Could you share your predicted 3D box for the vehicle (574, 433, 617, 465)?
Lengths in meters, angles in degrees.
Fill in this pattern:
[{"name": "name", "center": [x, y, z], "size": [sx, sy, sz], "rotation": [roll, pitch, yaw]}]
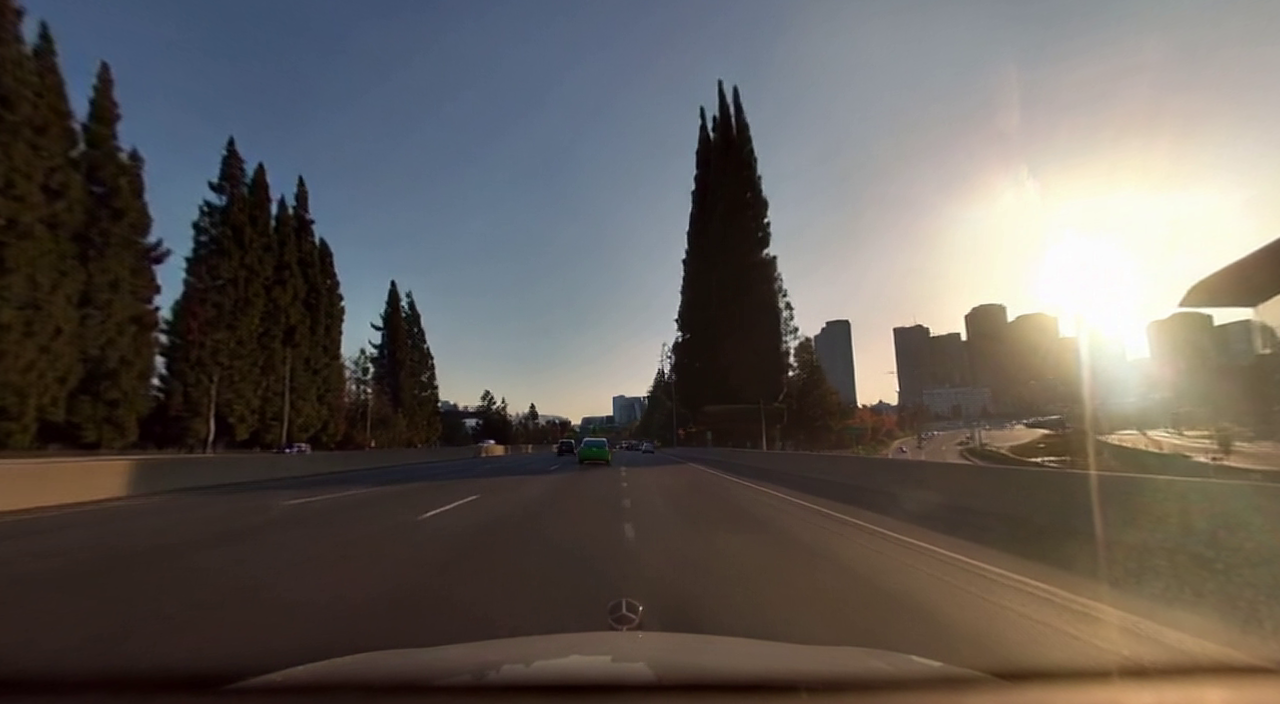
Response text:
[{"name": "vehicle", "center": [-2.641, 5.888, 38.444], "size": [2.302, 1.810, 4.707], "rotation": [0, -8, 0]}]
